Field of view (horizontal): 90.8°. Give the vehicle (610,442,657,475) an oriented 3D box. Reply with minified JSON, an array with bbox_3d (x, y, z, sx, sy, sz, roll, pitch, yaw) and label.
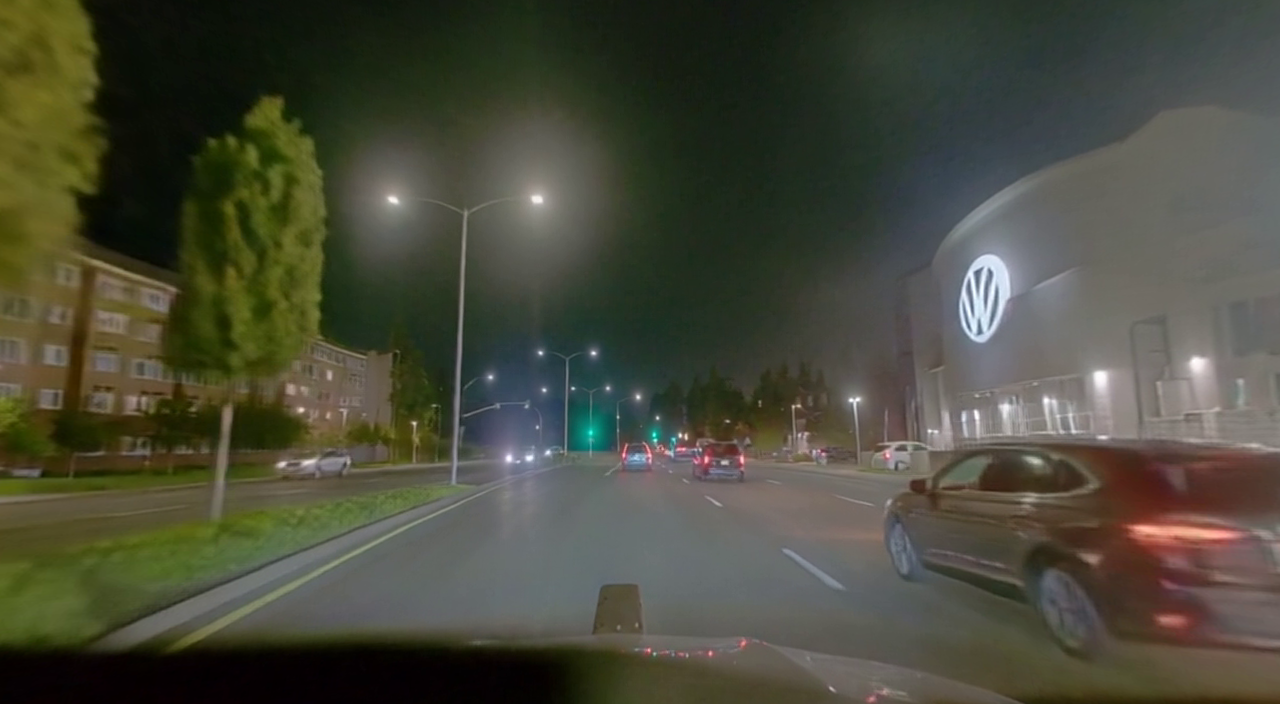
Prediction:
[{"bbox_3d":[-0.338,5.092,30.419,2.095,1.456,3.873,0,-8,-1],"label":"vehicle"}]

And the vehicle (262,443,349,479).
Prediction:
[{"bbox_3d":[-16.259,5.298,31.011,1.920,1.635,4.261,0,-8,0],"label":"vehicle"}]

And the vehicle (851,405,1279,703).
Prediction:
[{"bbox_3d":[3.523,1.333,5.123,1.953,1.514,4.672,0,-8,-1],"label":"vehicle"}]

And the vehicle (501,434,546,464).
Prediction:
[{"bbox_3d":[-8.739,7.322,47.816,2.285,2.106,5.836,0,-8,0],"label":"vehicle"}]

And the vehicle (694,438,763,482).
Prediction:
[{"bbox_3d":[3.456,4.307,25.491,2.041,1.611,4.426,0,-8,-1],"label":"vehicle"}]
